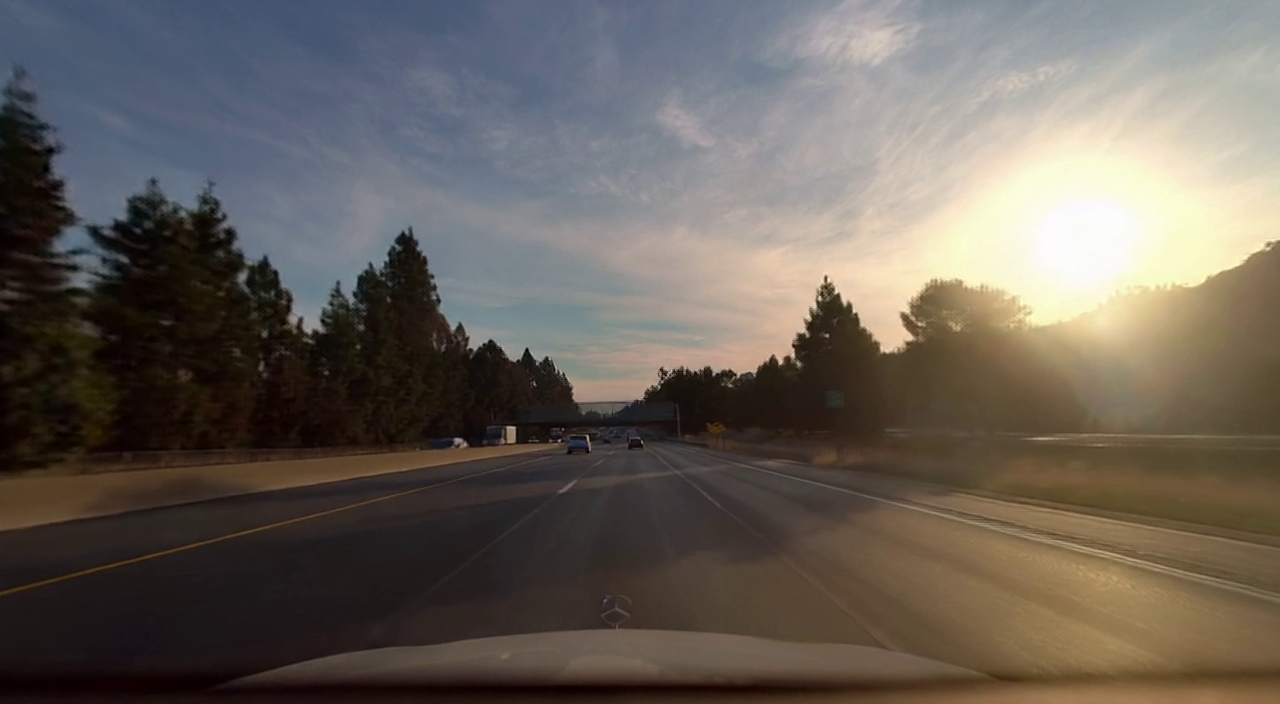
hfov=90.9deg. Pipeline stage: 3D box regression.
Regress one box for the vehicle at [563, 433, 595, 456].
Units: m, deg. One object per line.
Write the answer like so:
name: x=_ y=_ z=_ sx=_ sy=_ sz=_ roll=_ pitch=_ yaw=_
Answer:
vehicle: x=-4.552 y=6.949 z=47.543 sx=2.003 sy=1.626 sz=4.256 roll=0 pitch=-8 yaw=0

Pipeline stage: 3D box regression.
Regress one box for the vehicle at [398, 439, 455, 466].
vehicle: x=-12.085 y=5.665 z=35.859 sx=1.857 sy=1.423 sz=3.941 roll=0 pitch=-8 yaw=0
